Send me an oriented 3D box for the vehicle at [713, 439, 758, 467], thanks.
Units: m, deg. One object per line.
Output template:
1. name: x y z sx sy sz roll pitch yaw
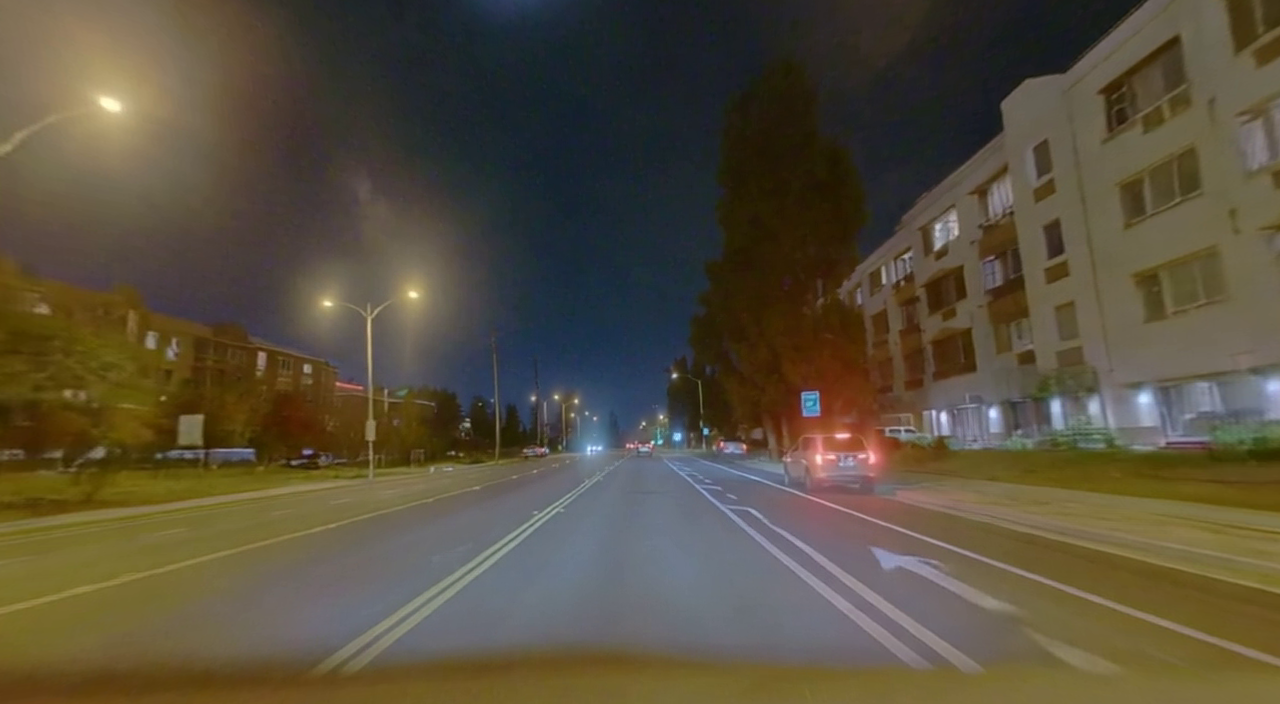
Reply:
1. vehicle: 5.465 5.809 36.360 1.851 1.487 4.566 0 -8 -1

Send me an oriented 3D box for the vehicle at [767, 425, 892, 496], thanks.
1. vehicle: 5.191 3.043 18.017 2.140 1.739 4.721 0 -8 0
